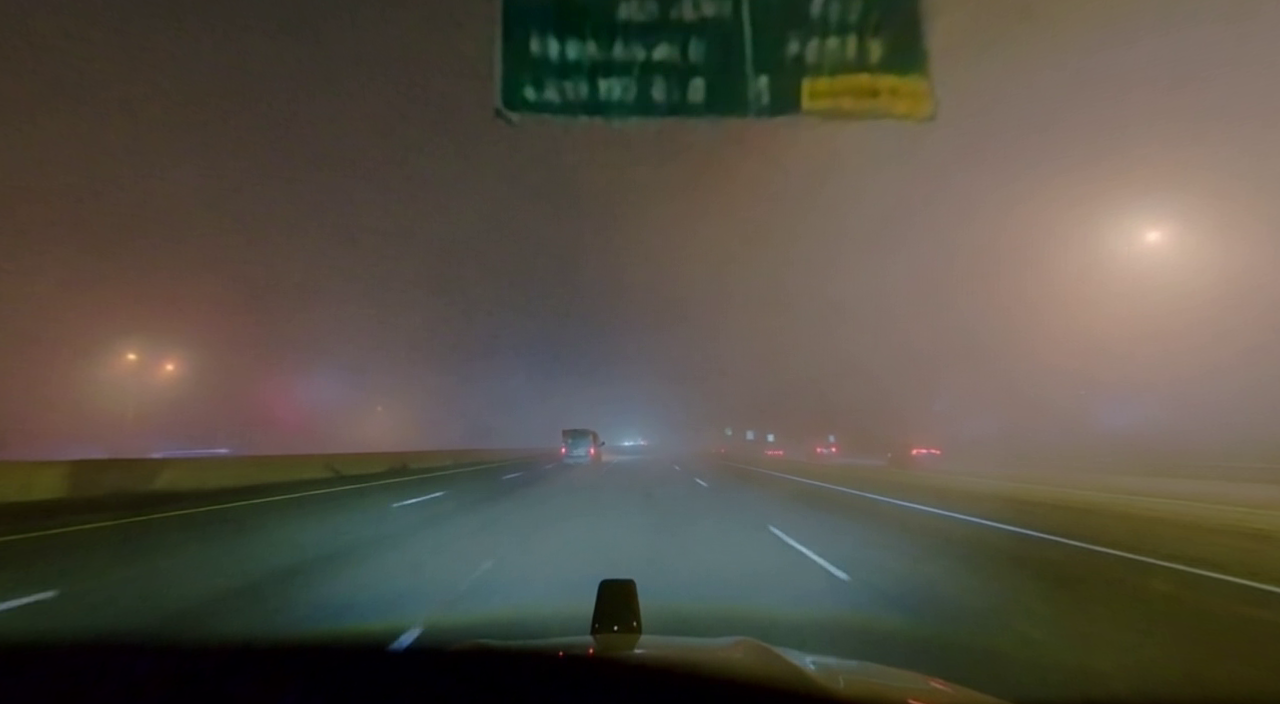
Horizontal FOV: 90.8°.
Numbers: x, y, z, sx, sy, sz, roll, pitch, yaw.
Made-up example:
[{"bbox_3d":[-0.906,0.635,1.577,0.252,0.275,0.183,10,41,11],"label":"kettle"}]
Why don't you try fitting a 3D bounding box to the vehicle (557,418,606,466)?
[{"bbox_3d":[-3.823,6.125,43.008,2.881,2.937,7.045,0,-8,-2],"label":"vehicle"}]
